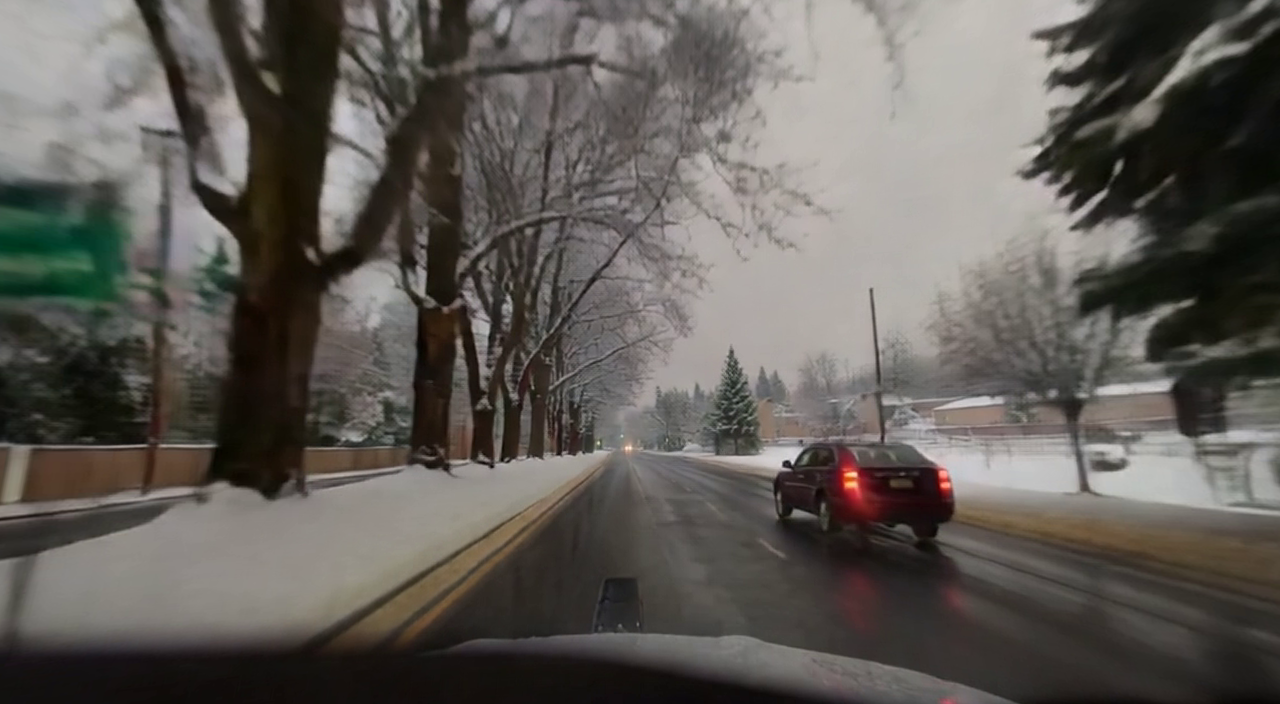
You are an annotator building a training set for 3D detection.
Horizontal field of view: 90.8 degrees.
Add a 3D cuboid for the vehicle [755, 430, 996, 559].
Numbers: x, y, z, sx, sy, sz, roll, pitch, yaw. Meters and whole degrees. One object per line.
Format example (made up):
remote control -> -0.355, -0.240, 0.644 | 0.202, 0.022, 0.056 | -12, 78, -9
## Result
vehicle -> 3.224, 2.040, 9.779 | 1.985, 1.529, 4.316 | 0, -9, -1
